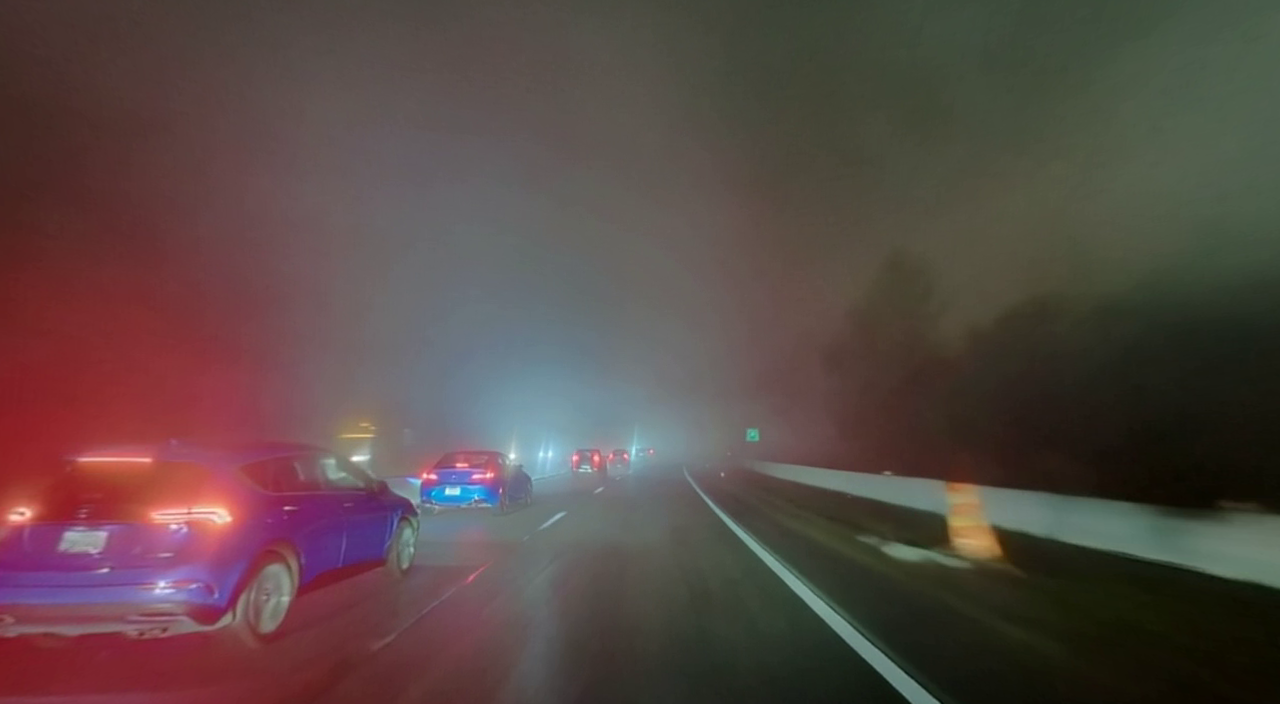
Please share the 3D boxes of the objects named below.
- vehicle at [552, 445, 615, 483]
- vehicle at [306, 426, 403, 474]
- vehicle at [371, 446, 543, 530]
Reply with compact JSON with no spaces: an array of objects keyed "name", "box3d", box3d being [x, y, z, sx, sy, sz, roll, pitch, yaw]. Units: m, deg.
[{"name":"vehicle","box3d":[-2.304,4.730,26.931,2.094,1.480,4.124,-1,-9,3]},{"name":"vehicle","box3d":[-16.360,5.710,36.625,2.367,2.544,6.211,-1,-9,4]},{"name":"vehicle","box3d":[-3.265,2.503,12.179,2.061,1.330,3.928,0,-9,1]}]
